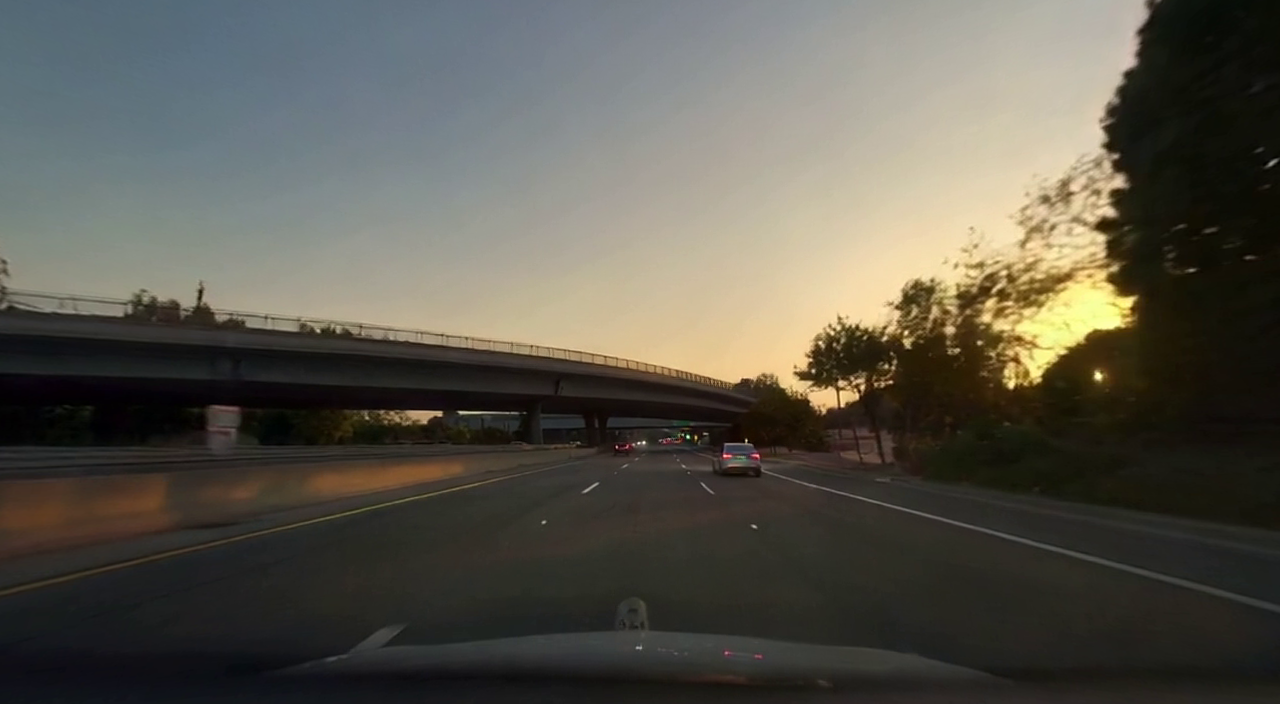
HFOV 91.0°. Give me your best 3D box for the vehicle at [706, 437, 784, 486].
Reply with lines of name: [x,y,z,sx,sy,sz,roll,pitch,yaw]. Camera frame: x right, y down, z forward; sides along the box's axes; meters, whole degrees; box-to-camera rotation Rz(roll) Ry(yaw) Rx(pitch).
vehicle: [3.748,4.020,23.414,2.085,1.594,4.848,0,-9,0]
